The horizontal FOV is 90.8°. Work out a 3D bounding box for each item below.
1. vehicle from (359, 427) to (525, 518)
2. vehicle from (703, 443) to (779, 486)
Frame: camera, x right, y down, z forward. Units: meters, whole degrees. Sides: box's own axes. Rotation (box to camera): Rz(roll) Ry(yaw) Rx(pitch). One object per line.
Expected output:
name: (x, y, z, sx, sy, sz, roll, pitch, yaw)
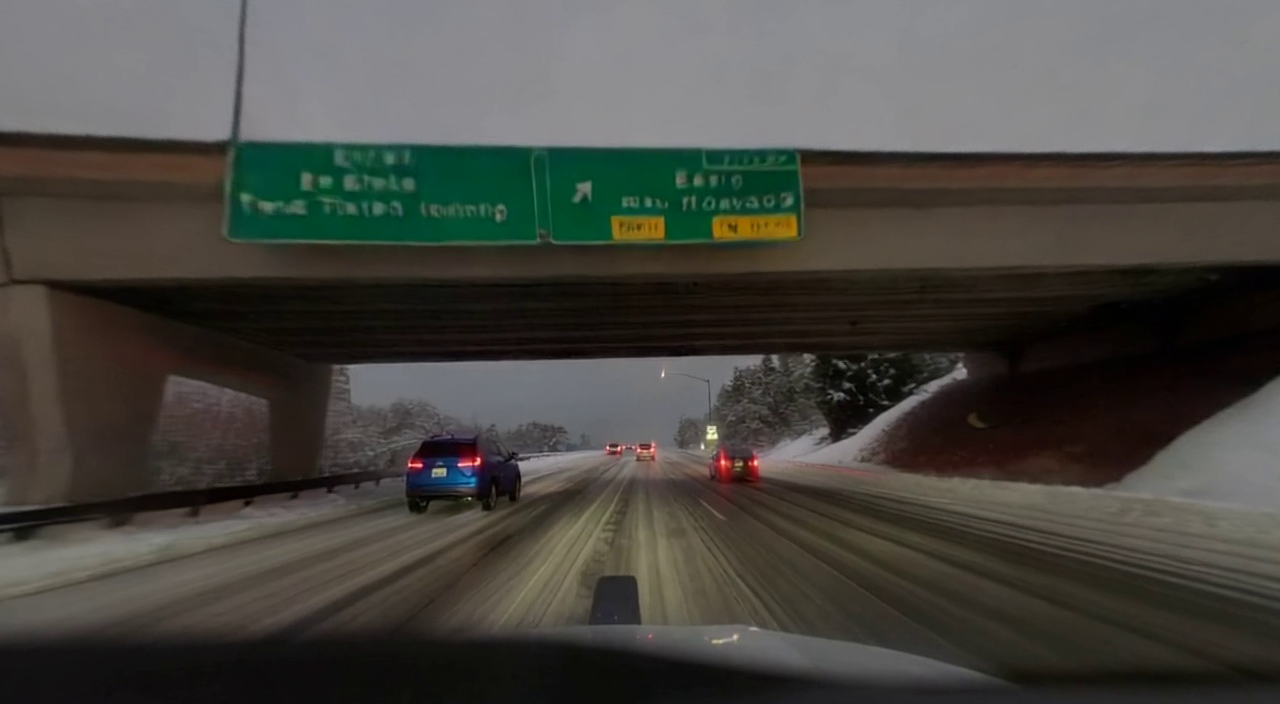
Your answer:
vehicle: (-3.995, 2.495, 13.611, 2.193, 1.641, 4.077, 0, -8, 1)
vehicle: (3.693, 4.174, 23.886, 2.083, 1.453, 4.307, 0, -8, -1)
